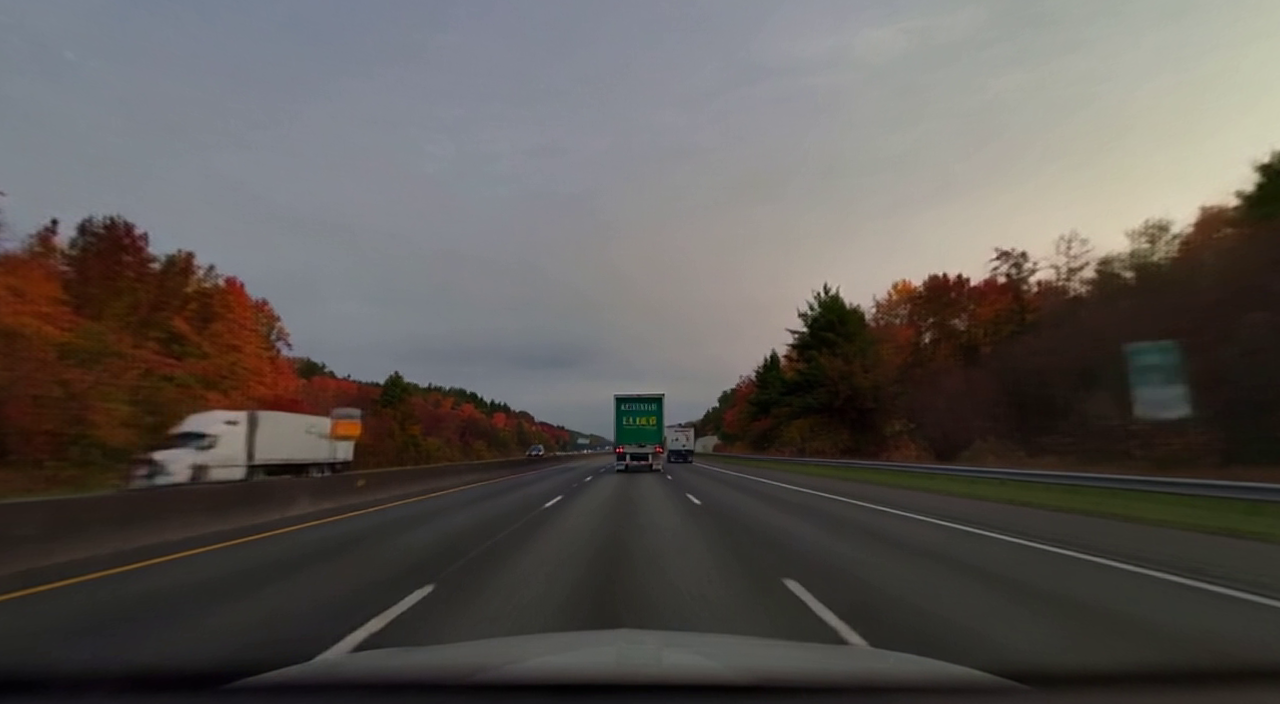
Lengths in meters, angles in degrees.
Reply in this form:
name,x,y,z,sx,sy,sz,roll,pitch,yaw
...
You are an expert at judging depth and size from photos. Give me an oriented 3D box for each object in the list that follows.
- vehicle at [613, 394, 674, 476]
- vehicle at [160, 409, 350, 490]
name,x,y,z,sx,sy,sz,roll,pitch,yaw
vehicle,0.129,5.010,36.873,3.057,4.073,10.792,0,-9,0
vehicle,-20.874,5.525,35.522,2.825,3.752,12.301,0,-9,0
